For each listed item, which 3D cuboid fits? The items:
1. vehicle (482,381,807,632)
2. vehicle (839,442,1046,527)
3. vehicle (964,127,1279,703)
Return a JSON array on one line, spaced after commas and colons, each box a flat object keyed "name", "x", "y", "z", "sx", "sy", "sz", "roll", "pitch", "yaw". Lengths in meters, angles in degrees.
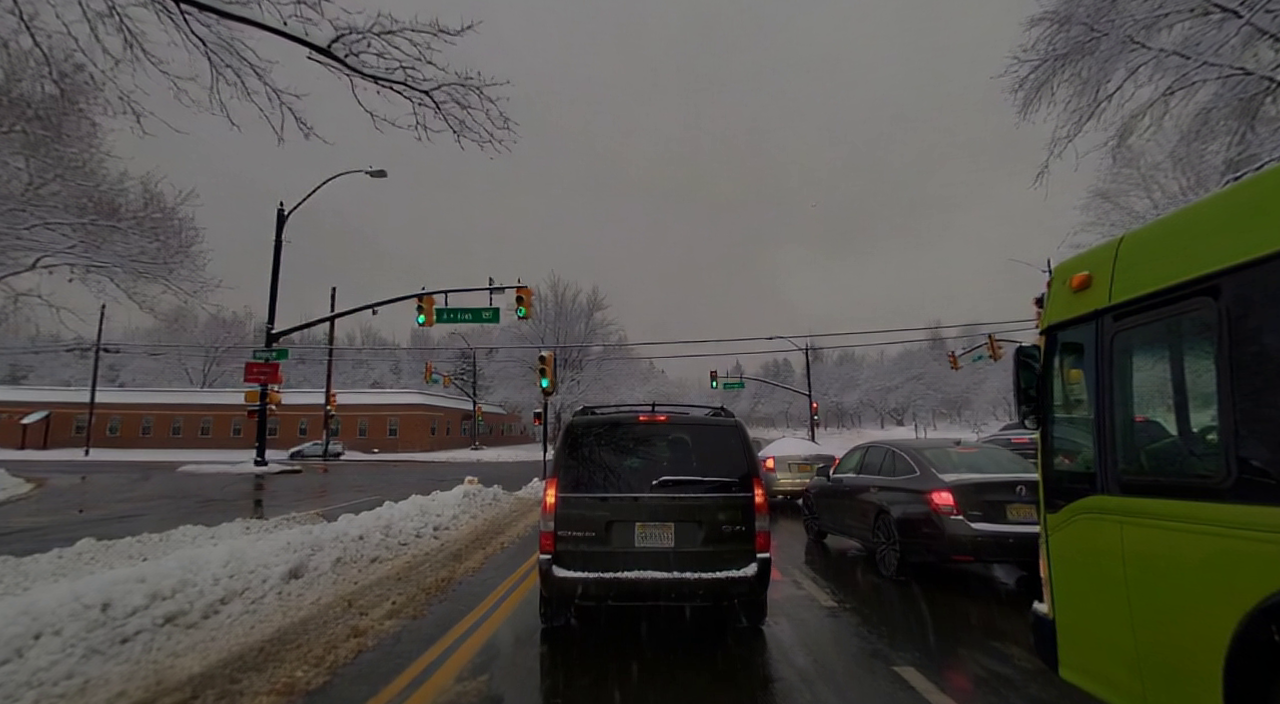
[{"name": "vehicle", "x": 0.011, "y": 1.475, "z": 7.007, "sx": 2.381, "sy": 1.842, "sz": 4.603, "roll": 0, "pitch": -8, "yaw": -1}, {"name": "vehicle", "x": 5.978, "y": 2.638, "z": 13.224, "sx": 1.987, "sy": 1.457, "sz": 4.675, "roll": 0, "pitch": -8, "yaw": -1}, {"name": "vehicle", "x": 2.611, "y": 0.317, "z": 0.426, "sx": 2.037, "sy": 2.065, "sz": 5.037, "roll": 0, "pitch": -8, "yaw": 0}]
